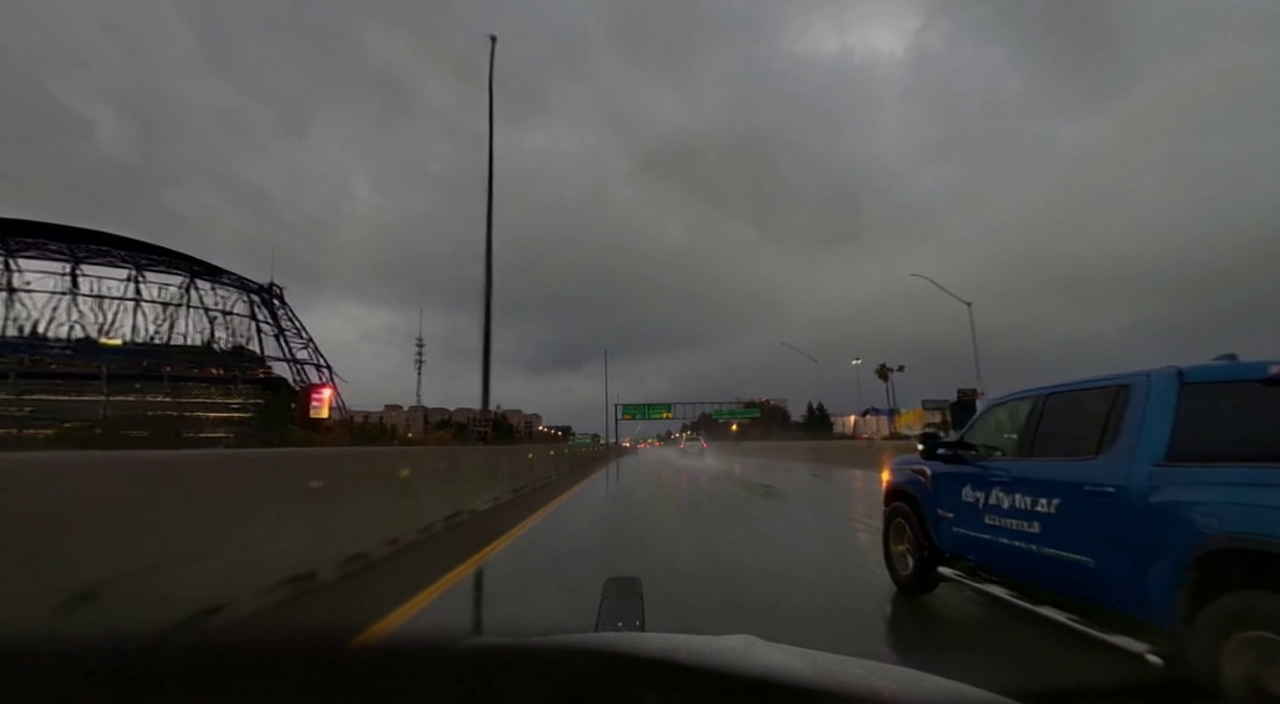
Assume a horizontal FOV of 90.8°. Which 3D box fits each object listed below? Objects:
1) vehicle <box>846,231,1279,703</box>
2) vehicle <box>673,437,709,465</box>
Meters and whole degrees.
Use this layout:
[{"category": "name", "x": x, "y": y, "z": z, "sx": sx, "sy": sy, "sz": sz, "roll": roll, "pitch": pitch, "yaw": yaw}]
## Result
[{"category": "vehicle", "x": 3.073, "y": 0.843, "z": 3.377, "sx": 2.199, "sy": 2.002, "sz": 4.970, "roll": 0, "pitch": -8, "yaw": 0}, {"category": "vehicle", "x": 3.321, "y": 6.603, "z": 42.147, "sx": 1.973, "sy": 1.774, "sz": 4.092, "roll": 0, "pitch": -9, "yaw": -1}]
